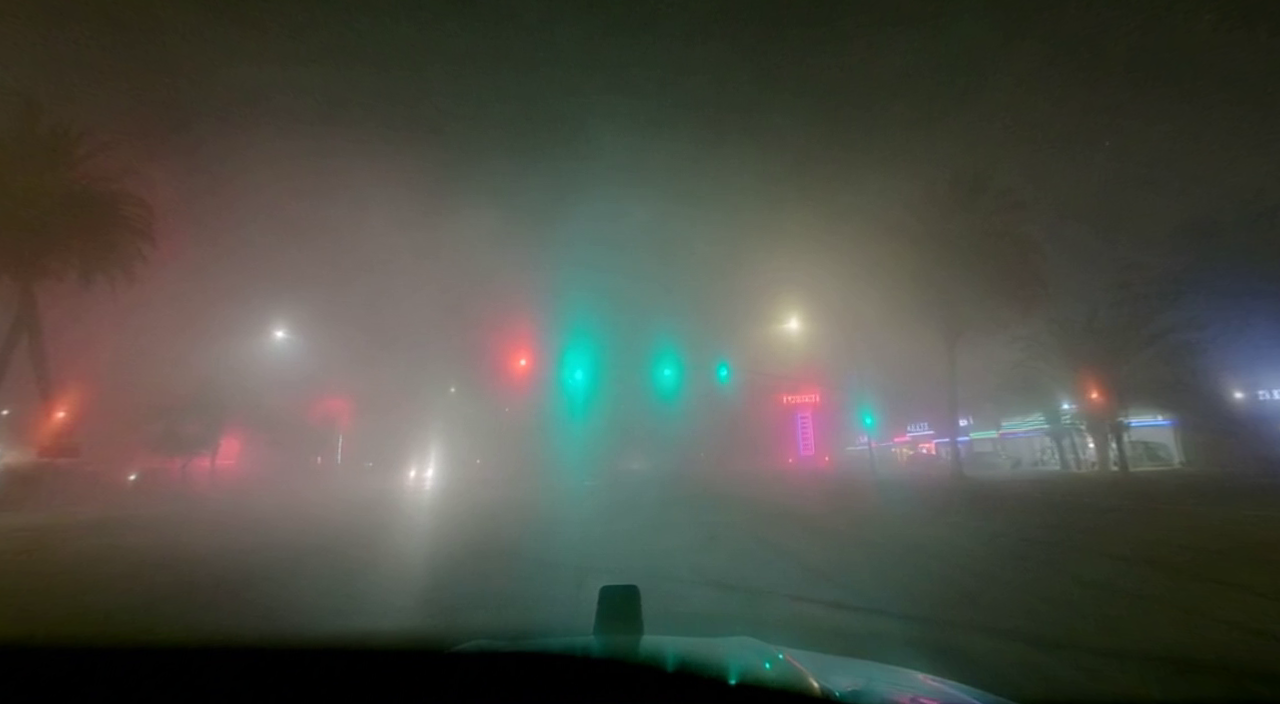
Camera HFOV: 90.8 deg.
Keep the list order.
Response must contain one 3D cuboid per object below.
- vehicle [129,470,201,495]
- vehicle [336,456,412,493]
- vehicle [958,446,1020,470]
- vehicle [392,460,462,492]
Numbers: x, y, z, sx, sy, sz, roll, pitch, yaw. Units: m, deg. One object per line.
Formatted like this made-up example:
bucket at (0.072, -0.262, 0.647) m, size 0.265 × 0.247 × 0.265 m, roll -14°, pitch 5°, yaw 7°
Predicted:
vehicle at (-35.018, 9.628, 46.747) m, size 1.906 × 1.528 × 4.535 m, roll 0°, pitch -8°, yaw -2°
vehicle at (-14.388, 6.642, 34.539) m, size 1.976 × 1.758 × 4.986 m, roll 0°, pitch -8°, yaw -1°
vehicle at (24.702, 7.514, 44.720) m, size 3.381 × 1.424 × 2.059 m, roll 1°, pitch -12°, yaw -24°
vehicle at (-11.100, 6.471, 33.290) m, size 2.019 × 1.434 × 4.622 m, roll 0°, pitch -8°, yaw 1°
